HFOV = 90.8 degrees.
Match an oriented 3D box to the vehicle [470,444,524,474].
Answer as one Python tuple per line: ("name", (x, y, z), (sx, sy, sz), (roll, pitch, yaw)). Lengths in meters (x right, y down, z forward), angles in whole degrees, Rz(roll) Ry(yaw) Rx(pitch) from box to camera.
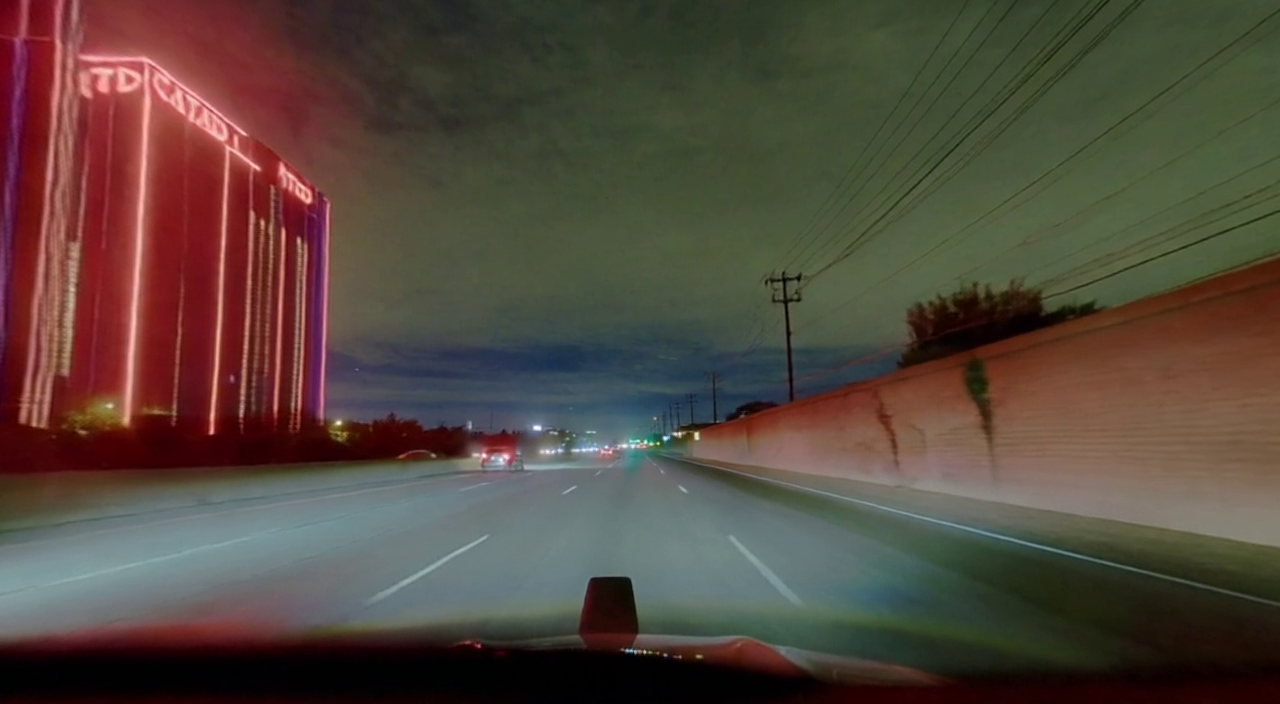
("vehicle", (-7.837, 5.889, 35.023), (2.013, 1.574, 3.923), (0, -8, 0))
